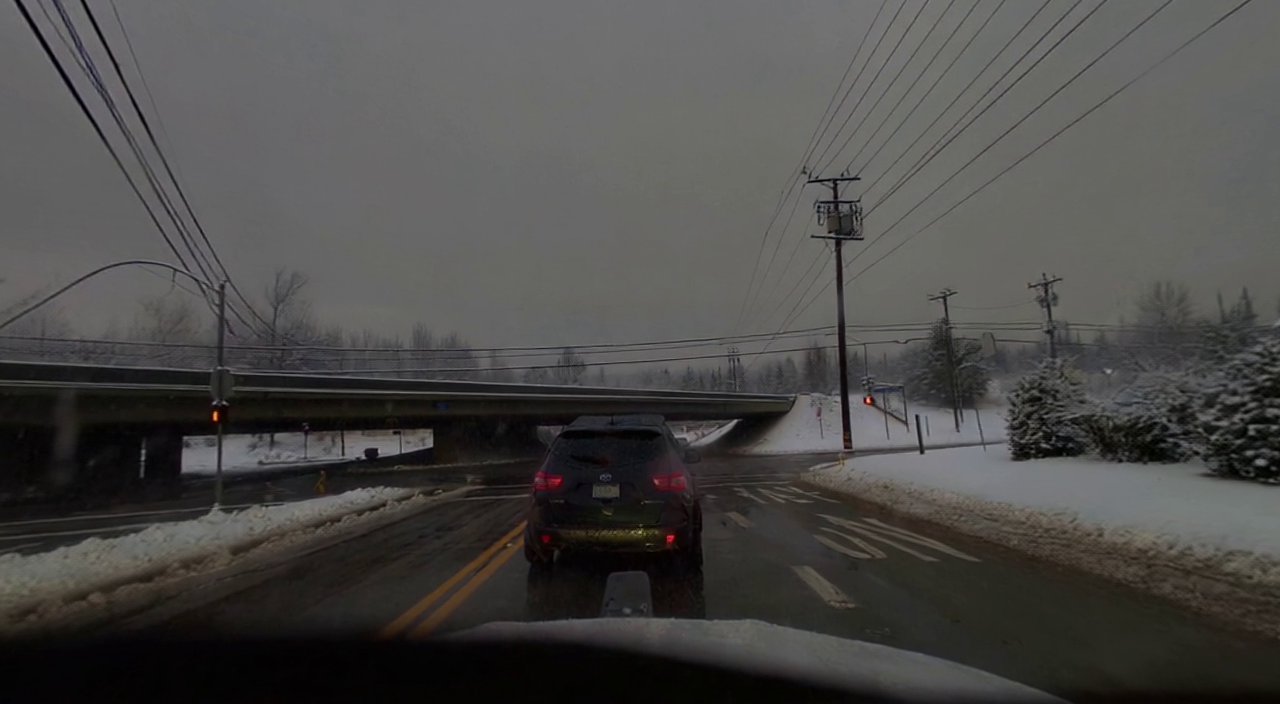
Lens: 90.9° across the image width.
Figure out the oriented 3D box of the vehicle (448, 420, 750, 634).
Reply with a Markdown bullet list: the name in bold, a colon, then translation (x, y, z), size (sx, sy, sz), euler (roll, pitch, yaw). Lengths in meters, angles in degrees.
- **vehicle**: translation (-0.249, 1.522, 6.450), size (2.090, 1.458, 4.033), euler (-1, -9, 1)
